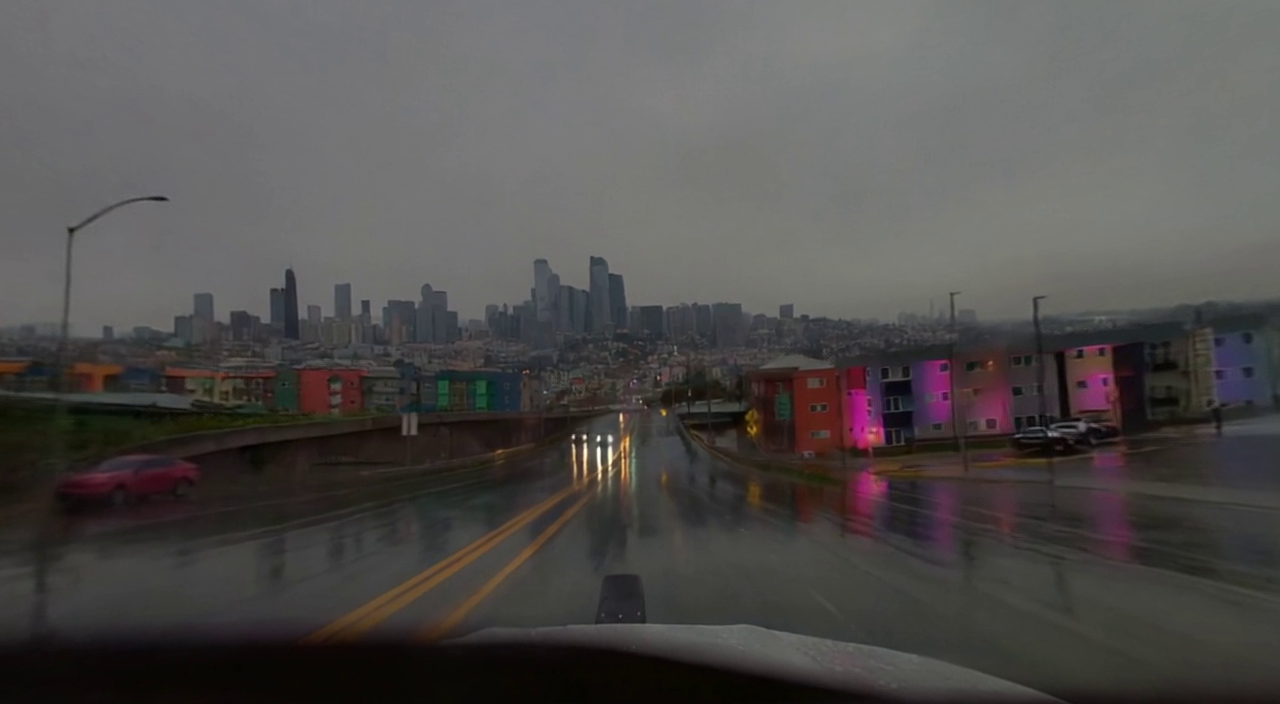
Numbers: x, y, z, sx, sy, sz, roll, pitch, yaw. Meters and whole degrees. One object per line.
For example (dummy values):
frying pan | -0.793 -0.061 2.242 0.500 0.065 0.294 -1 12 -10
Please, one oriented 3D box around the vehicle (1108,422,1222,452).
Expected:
vehicle | 28.969 4.691 34.956 4.536 1.483 1.917 -1 -4 3

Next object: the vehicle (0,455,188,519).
vehicle | -17.289 4.234 20.369 1.992 1.527 4.540 -1 -6 2

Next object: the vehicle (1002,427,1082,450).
vehicle | 28.575 6.166 44.982 4.400 1.614 1.916 0 -8 -1
